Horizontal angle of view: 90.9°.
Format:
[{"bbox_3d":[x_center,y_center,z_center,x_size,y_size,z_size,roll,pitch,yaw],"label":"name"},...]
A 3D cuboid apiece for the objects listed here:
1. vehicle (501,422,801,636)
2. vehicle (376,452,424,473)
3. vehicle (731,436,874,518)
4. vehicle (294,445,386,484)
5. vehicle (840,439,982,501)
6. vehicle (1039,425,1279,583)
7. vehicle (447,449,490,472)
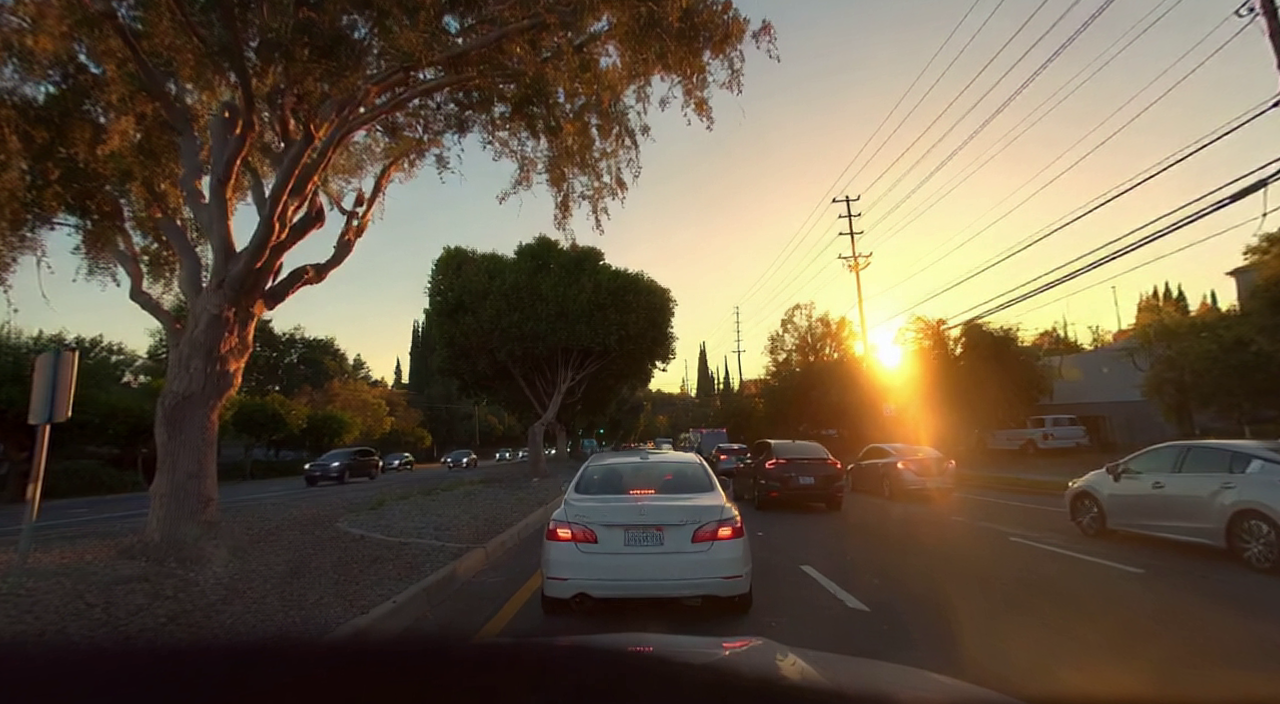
[{"bbox_3d":[0.063,1.537,6.475,2.108,1.479,3.935,0,-8,0],"label":"vehicle"},{"bbox_3d":[-18.761,8.641,49.507,1.884,1.466,4.821,0,-8,0],"label":"vehicle"},{"bbox_3d":[3.336,2.632,13.869,1.979,1.504,4.156,0,-8,-1],"label":"vehicle"},{"bbox_3d":[-15.298,5.731,32.541,2.056,1.809,5.354,0,-8,0],"label":"vehicle"},{"bbox_3d":[7.271,3.184,17.527,1.899,1.458,4.499,0,-8,-1],"label":"vehicle"},{"bbox_3d":[6.989,1.627,7.286,1.850,1.480,4.474,0,-8,1],"label":"vehicle"},{"bbox_3d":[-12.005,7.606,44.365,1.804,1.430,4.456,0,-8,0],"label":"vehicle"}]
